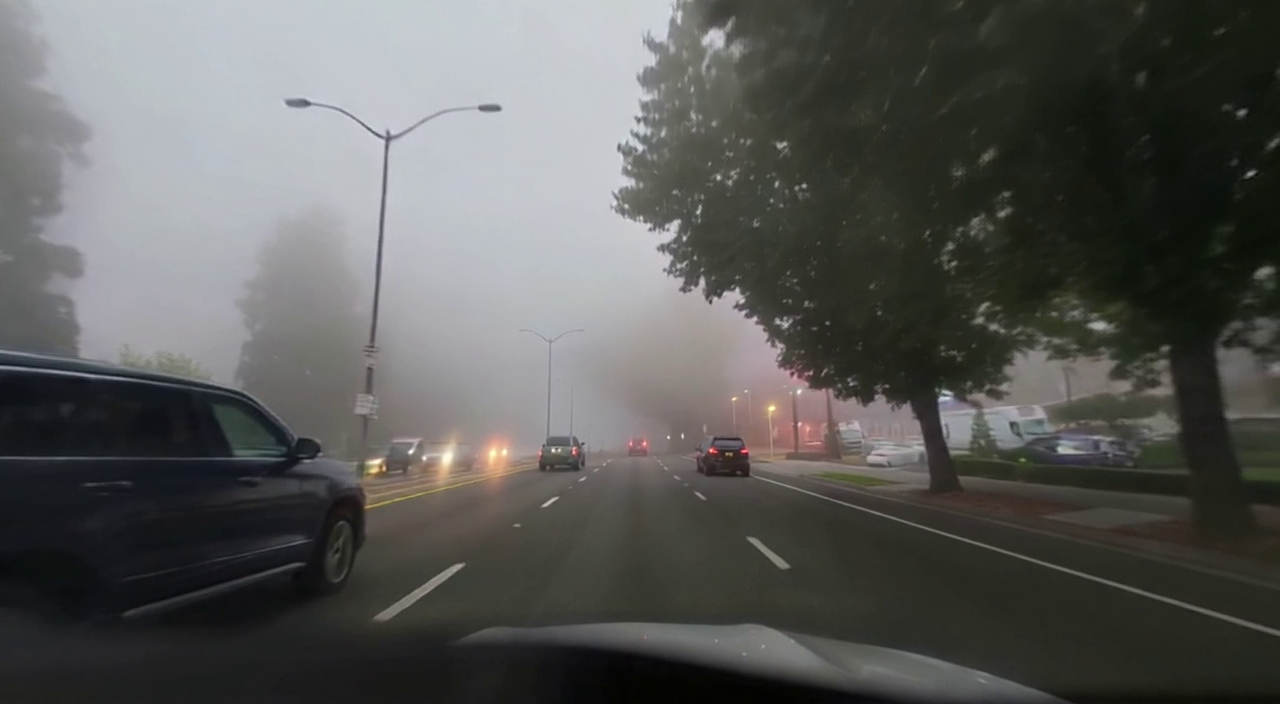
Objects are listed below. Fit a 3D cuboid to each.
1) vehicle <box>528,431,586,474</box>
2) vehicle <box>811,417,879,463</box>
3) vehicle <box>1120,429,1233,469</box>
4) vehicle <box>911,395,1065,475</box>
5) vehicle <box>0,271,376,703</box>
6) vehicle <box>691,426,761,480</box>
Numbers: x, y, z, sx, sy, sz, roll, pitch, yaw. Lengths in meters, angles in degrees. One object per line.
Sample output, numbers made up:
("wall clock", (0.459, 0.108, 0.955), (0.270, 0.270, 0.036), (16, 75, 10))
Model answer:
("vehicle", (-3.638, 4.477, 28.235), (2.014, 1.775, 4.404), (0, -8, 0))
("vehicle", (15.767, 6.882, 49.059), (2.642, 3.252, 8.515), (1, -8, 1))
("vehicle", (26.945, 4.877, 31.619), (3.820, 1.818, 1.962), (-2, -8, -1))
("vehicle", (15.852, 3.972, 29.406), (2.919, 3.125, 7.218), (2, -9, -1))
("vehicle", (-3.599, 0.797, 3.423), (2.210, 1.925, 4.838), (0, -8, 0))
("vehicle", (3.281, 3.941, 24.789), (2.024, 1.921, 4.431), (0, -8, -2))
